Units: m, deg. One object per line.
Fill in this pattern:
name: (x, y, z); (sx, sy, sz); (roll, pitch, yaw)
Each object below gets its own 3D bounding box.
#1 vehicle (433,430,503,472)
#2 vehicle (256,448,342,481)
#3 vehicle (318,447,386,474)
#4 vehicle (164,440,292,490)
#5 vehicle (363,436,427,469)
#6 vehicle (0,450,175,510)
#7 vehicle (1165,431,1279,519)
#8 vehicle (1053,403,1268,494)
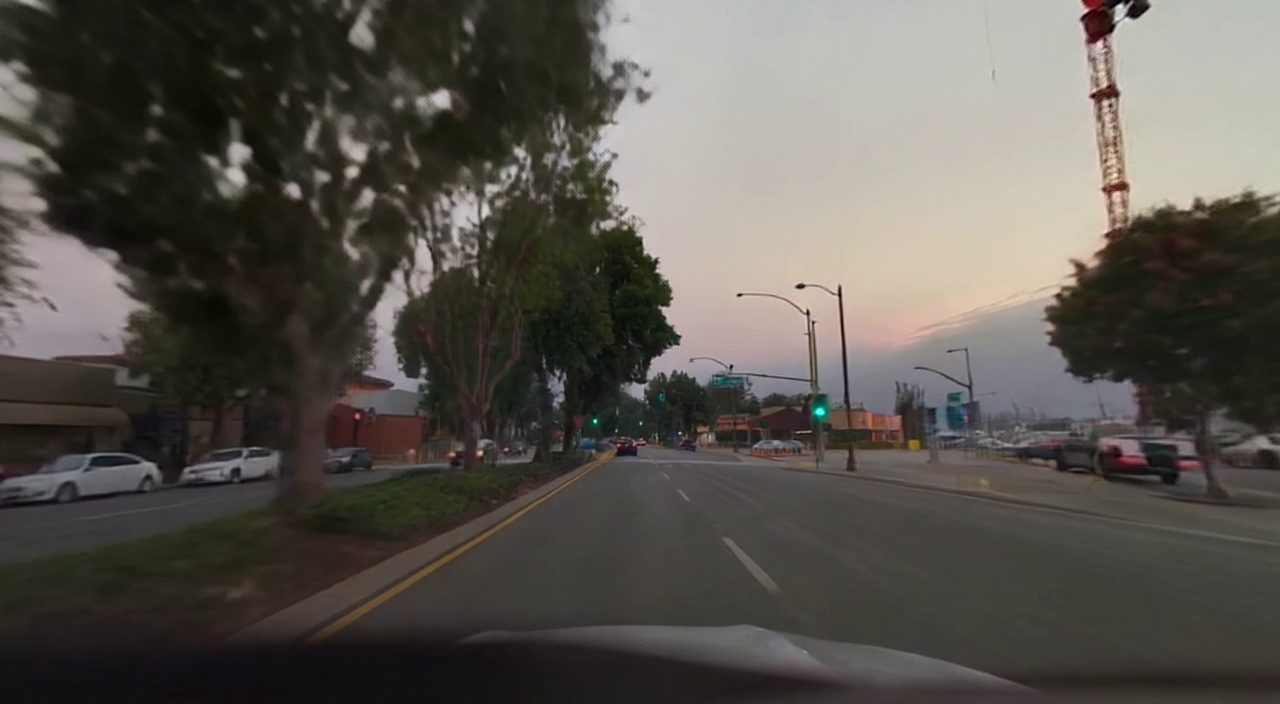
vehicle: (-8.817, 5.141, 32.938); (2.227, 1.956, 4.978); (0, -8, 0)
vehicle: (-16.577, 5.442, 31.002); (1.765, 1.473, 4.423); (0, -8, -1)
vehicle: (-16.673, 6.263, 36.787); (1.804, 1.467, 4.489); (0, -8, 0)
vehicle: (-16.362, 4.485, 25.452); (2.070, 1.774, 4.549); (0, -8, 0)
vehicle: (-16.621, 6.874, 43.220); (2.190, 2.069, 5.804); (0, -8, -2)
vehicle: (-16.427, 3.663, 18.615); (1.780, 1.493, 4.703); (0, -8, 1)
vehicle: (12.521, 2.323, 12.350); (1.961, 1.485, 4.762); (-3, -9, 21)
vehicle: (15.004, 2.887, 19.024); (2.798, 2.168, 7.202); (-4, -9, 21)
